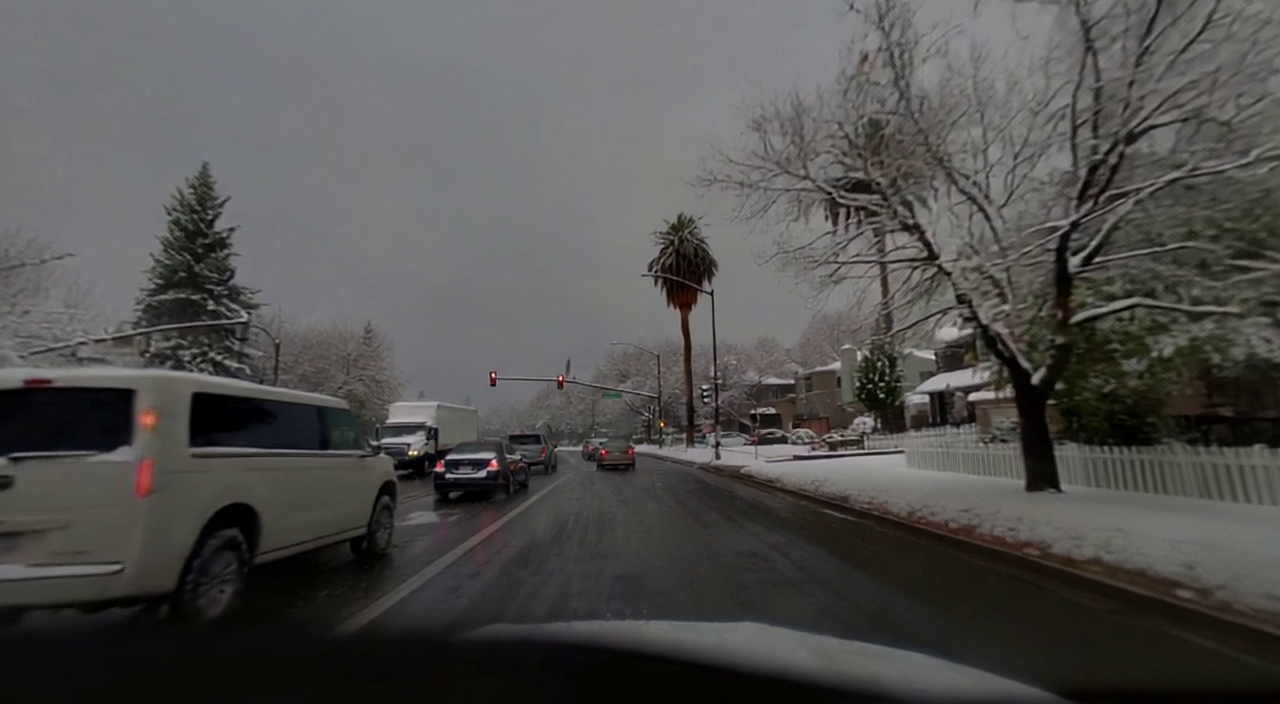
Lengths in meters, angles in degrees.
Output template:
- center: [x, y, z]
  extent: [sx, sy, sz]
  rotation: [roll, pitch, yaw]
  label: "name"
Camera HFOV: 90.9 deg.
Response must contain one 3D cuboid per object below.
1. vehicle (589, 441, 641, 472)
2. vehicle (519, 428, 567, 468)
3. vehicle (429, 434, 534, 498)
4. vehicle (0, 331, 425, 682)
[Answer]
- center: [-1.216, 4.616, 28.157]
  extent: [2.131, 1.222, 3.868]
  rotation: [0, -8, -5]
  label: "vehicle"
- center: [-4.916, 4.944, 32.543]
  extent: [2.032, 1.852, 4.571]
  rotation: [-1, -8, -4]
  label: "vehicle"
- center: [-4.009, 2.941, 16.671]
  extent: [1.709, 1.425, 4.337]
  rotation: [-1, -8, -1]
  label: "vehicle"
- center: [-3.973, 1.175, 5.906]
  extent: [2.144, 1.877, 4.899]
  rotation: [-1, -8, 1]
  label: "vehicle"
